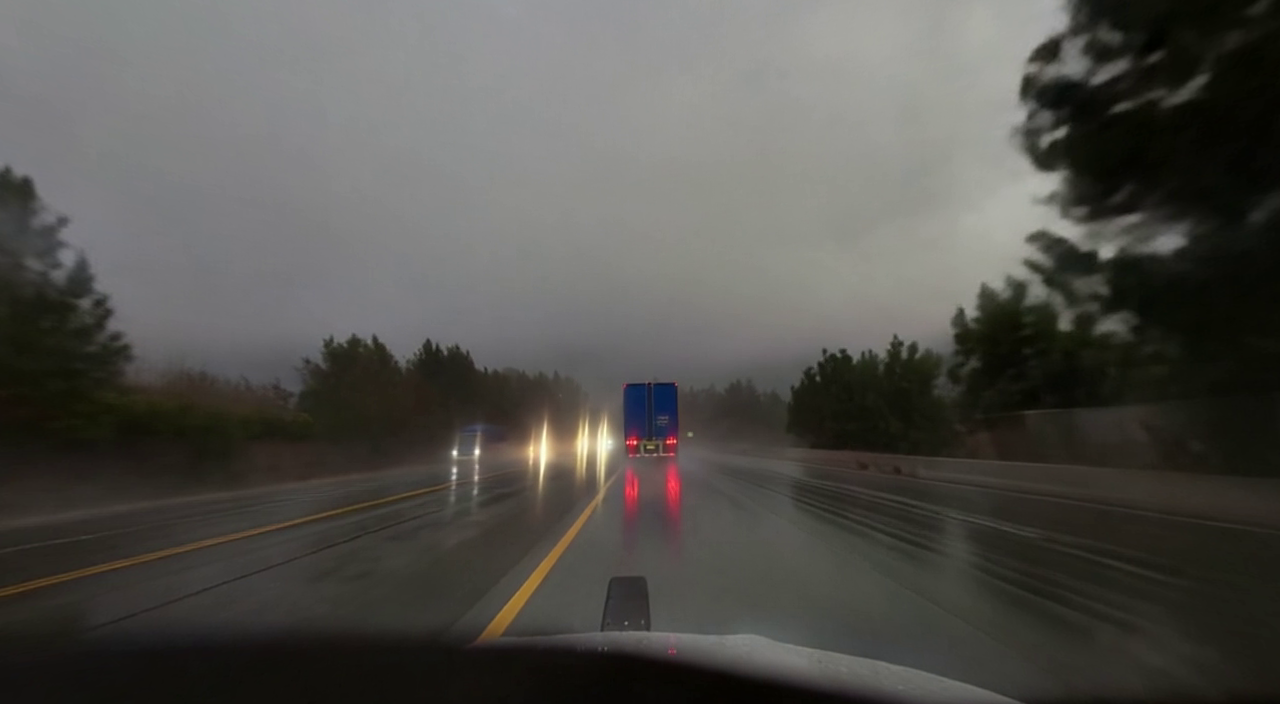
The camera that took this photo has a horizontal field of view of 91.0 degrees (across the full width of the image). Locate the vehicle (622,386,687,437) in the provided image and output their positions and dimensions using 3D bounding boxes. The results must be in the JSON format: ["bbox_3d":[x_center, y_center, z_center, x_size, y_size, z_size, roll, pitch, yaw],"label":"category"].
[{"bbox_3d":[0.534,2.594,26.390,2.509,1.890,4.732,0,-8,0],"label":"vehicle"}]
